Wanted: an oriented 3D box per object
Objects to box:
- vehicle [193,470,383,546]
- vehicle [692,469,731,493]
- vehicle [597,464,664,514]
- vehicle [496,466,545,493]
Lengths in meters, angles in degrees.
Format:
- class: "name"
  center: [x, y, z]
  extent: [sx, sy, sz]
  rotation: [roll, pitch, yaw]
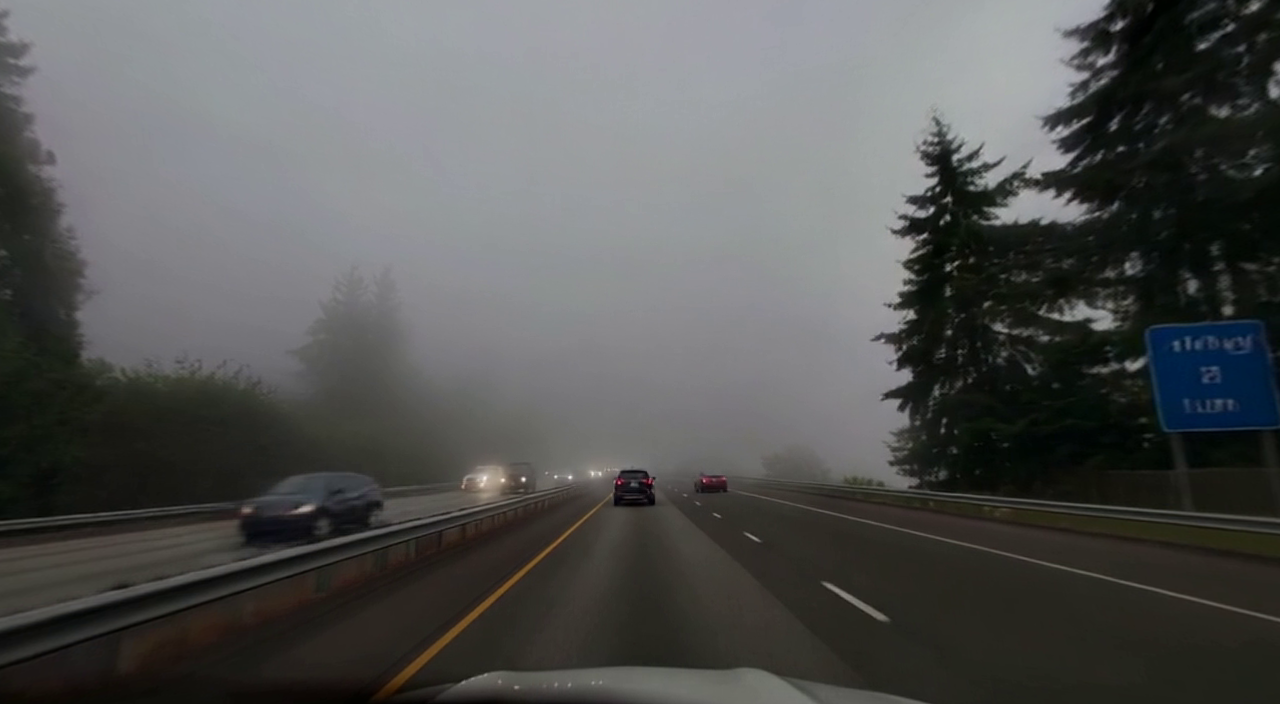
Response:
- class: "vehicle"
  center: [-7.778, 3.463, 14.508]
  extent: [1.926, 1.442, 4.175]
  rotation: [1, -10, 0]
- class: "vehicle"
  center: [4.555, 8.302, 40.729]
  extent: [1.974, 1.476, 4.119]
  rotation: [1, -10, -1]
- class: "vehicle"
  center: [-0.309, 4.534, 21.117]
  extent: [2.060, 1.473, 3.726]
  rotation: [1, -10, -1]
- class: "vehicle"
  center: [-7.594, 8.143, 40.455]
  extent: [2.156, 1.596, 4.559]
  rotation: [0, -10, 1]
